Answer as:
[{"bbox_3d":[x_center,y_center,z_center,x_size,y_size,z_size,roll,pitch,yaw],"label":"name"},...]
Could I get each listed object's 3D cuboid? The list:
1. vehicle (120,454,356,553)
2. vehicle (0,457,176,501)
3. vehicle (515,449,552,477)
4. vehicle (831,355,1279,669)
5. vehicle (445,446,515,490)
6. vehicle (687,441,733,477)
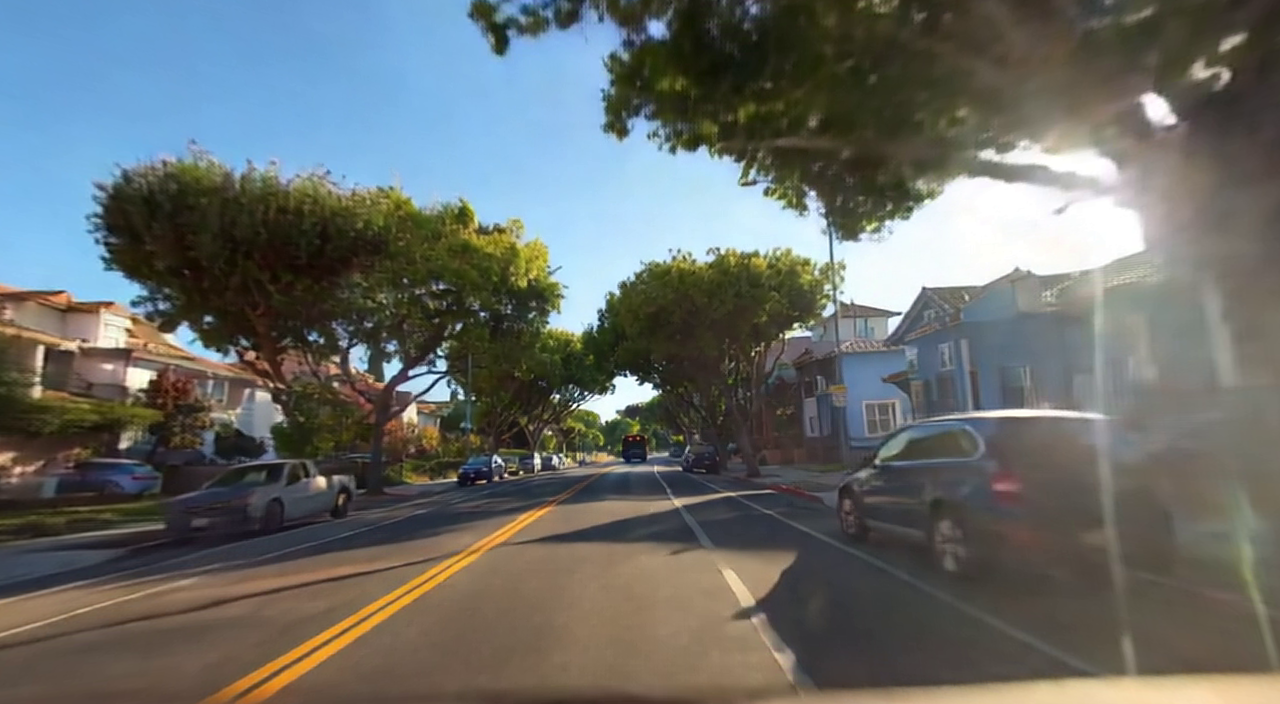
[{"bbox_3d":[-8.265,3.099,13.729,1.921,1.494,4.884,-4,-8,1],"label":"vehicle"},{"bbox_3d":[-20.167,4.594,23.083,4.721,1.463,2.275,-1,-9,5],"label":"vehicle"},{"bbox_3d":[-7.985,8.285,47.555,1.898,1.755,4.603,-5,-8,-1],"label":"vehicle"},{"bbox_3d":[3.726,1.385,6.554,2.131,1.995,4.626,3,-8,1],"label":"vehicle"},{"bbox_3d":[-8.181,5.927,32.853,2.094,1.840,5.450,-7,-8,-1],"label":"vehicle"},{"bbox_3d":[4.090,6.298,37.488,2.060,1.833,4.927,4,-9,0],"label":"vehicle"}]
